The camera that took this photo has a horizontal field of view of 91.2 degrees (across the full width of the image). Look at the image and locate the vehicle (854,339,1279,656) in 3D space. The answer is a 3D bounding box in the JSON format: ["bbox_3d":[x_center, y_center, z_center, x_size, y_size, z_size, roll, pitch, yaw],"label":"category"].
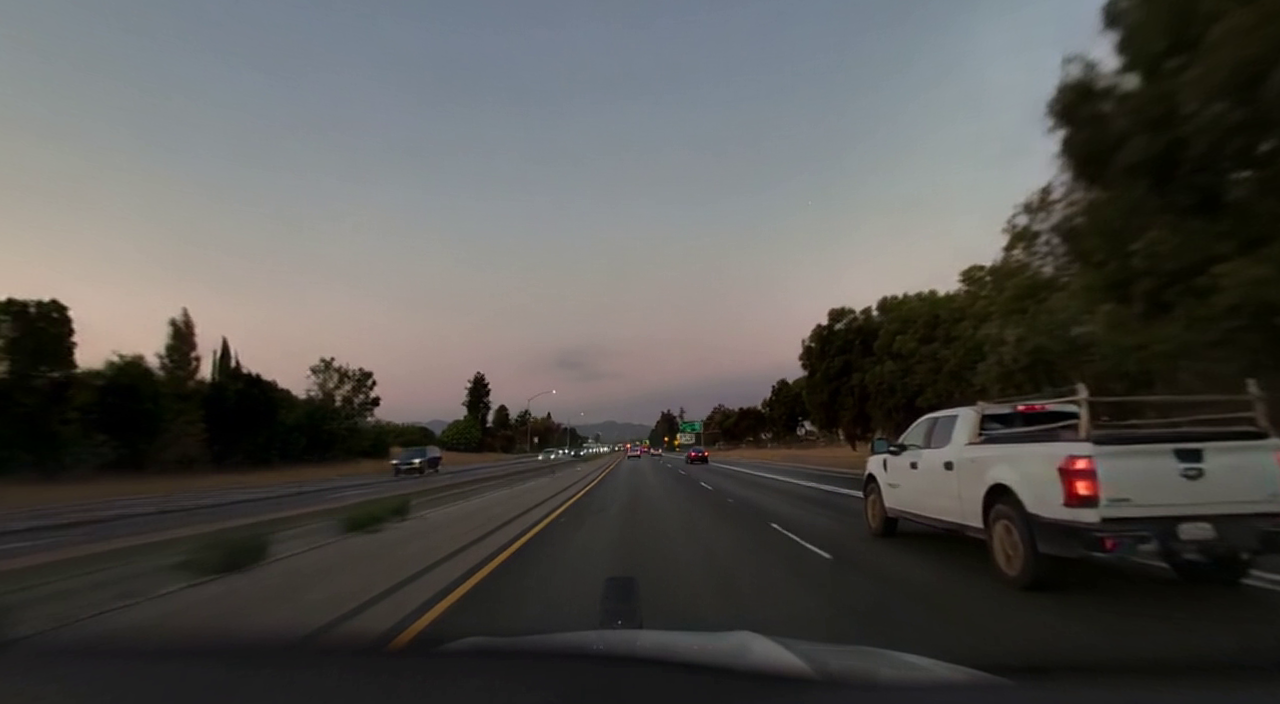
[{"bbox_3d":[4.216,1.264,6.467,2.177,1.914,5.245,0,-9,0],"label":"vehicle"}]

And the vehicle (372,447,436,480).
[{"bbox_3d":[-13.152,6.209,35.226,1.949,1.689,4.243,0,-9,0],"label":"vehicle"}]

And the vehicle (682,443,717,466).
[{"bbox_3d":[4.017,6.983,42.662,1.917,1.488,3.693,0,-9,-1],"label":"vehicle"}]
